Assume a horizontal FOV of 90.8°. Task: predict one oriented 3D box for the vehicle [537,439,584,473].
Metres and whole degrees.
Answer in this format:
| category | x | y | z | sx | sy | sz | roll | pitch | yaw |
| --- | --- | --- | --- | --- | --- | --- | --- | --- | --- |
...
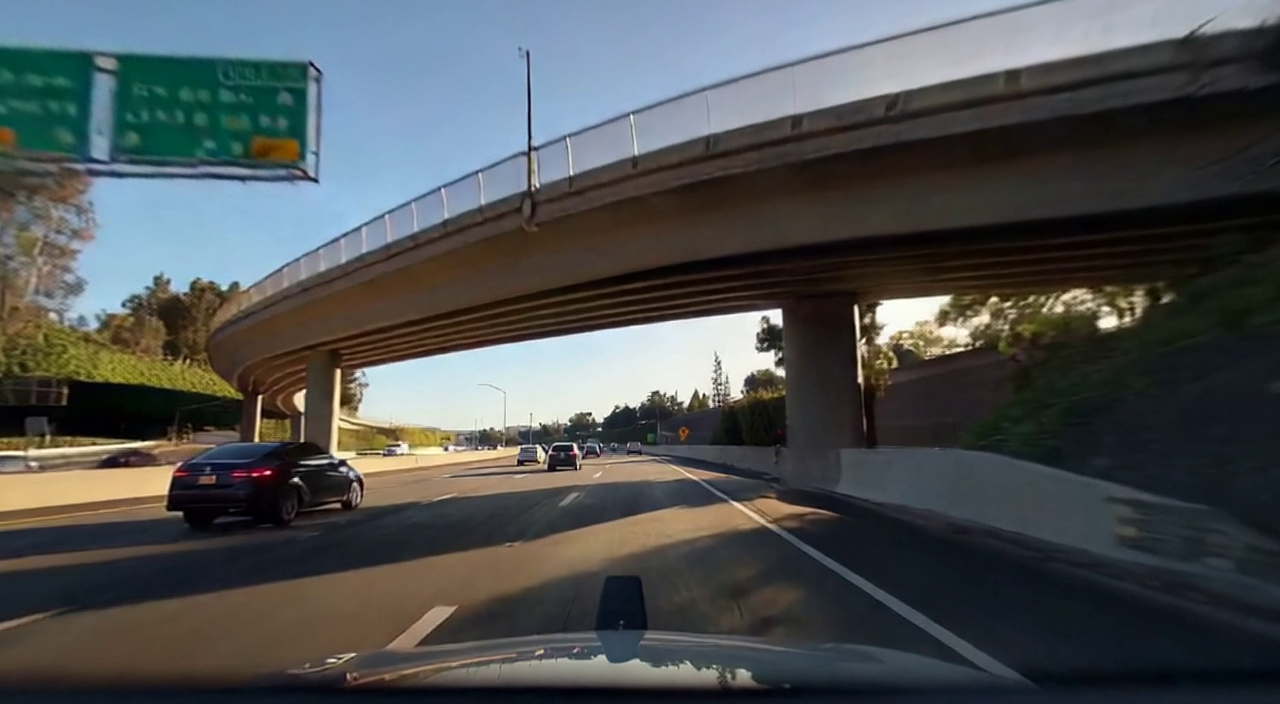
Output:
| category | x | y | z | sx | sy | sz | roll | pitch | yaw |
| --- | --- | --- | --- | --- | --- | --- | --- | --- | --- |
| vehicle | -4.111 | 5.440 | 33.281 | 1.971 | 1.643 | 4.009 | 0 | -8 | -1 |
